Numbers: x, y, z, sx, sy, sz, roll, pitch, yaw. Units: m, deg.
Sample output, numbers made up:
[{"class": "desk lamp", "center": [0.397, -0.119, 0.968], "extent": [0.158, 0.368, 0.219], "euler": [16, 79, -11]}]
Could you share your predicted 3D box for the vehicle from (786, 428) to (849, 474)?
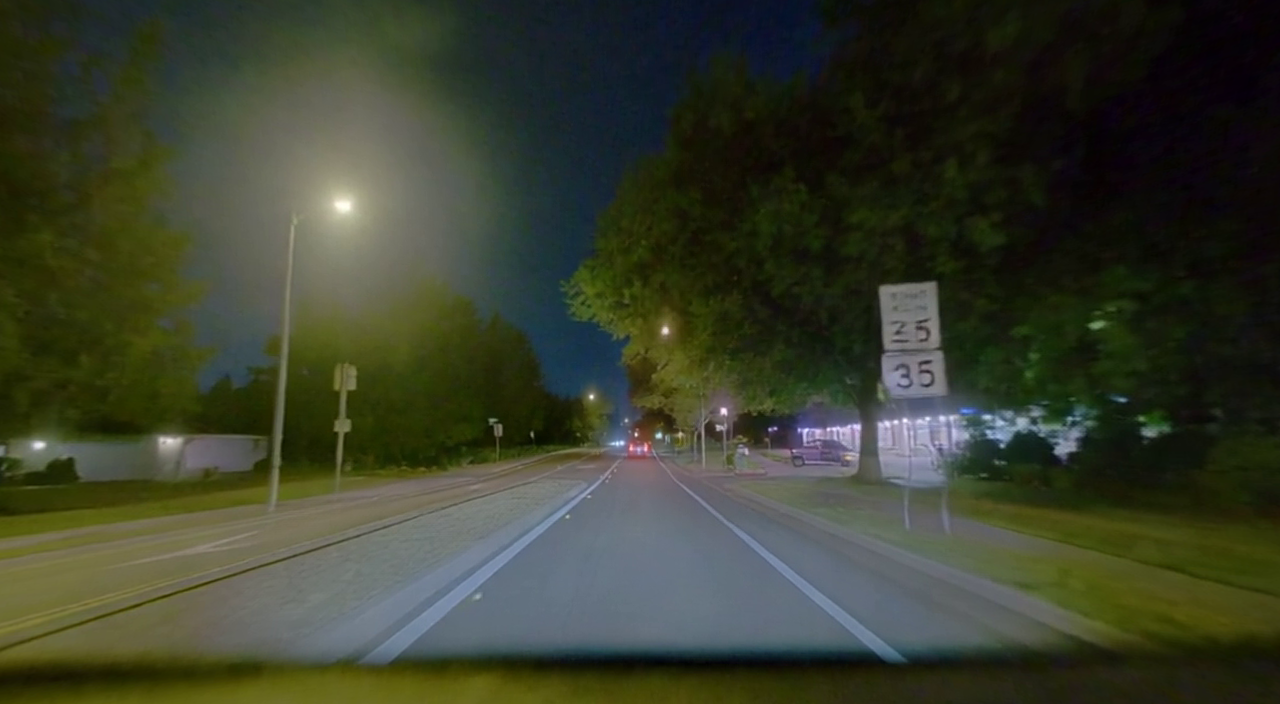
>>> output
[{"class": "vehicle", "center": [11.144, 6.340, 40.030], "extent": [2.001, 1.744, 4.449], "euler": [-4, -21, -9]}]
